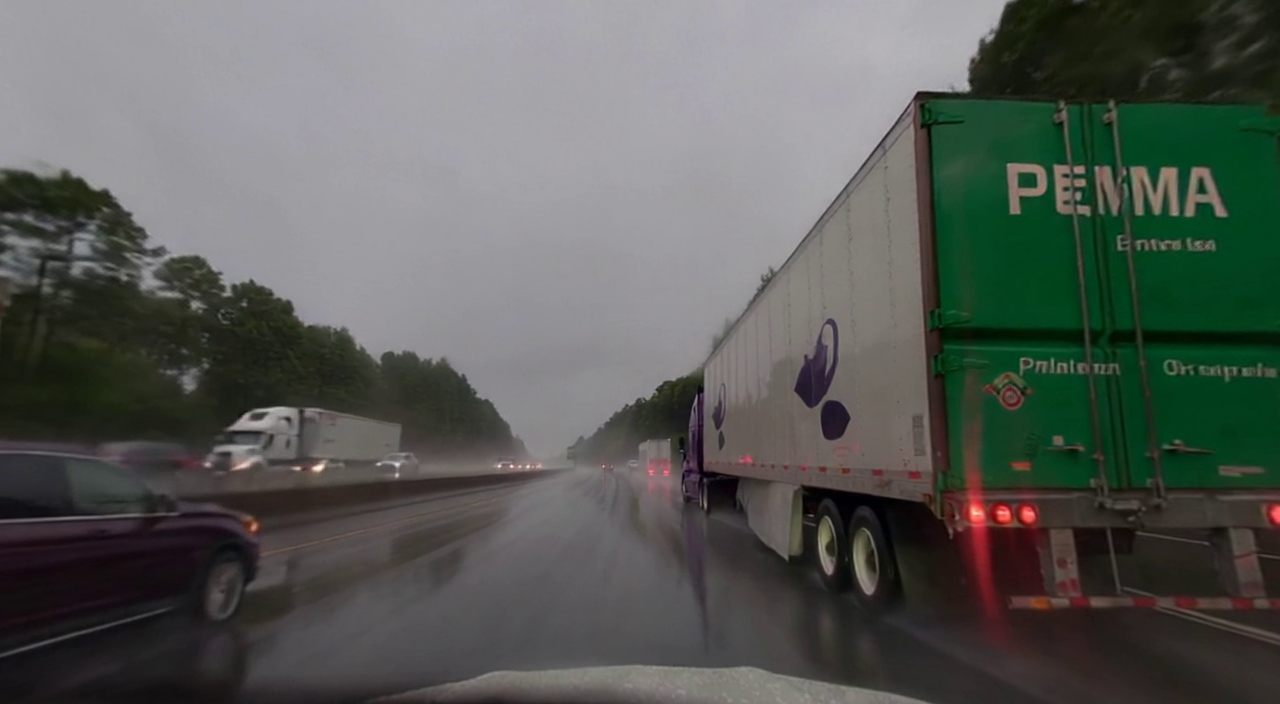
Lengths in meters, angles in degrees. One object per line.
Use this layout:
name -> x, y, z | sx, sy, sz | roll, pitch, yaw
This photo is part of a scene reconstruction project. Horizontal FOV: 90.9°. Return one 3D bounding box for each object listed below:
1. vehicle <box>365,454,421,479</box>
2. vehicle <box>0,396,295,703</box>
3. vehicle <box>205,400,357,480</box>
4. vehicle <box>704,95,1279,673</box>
vehicle -> -16.721, 7.804, 42.941 | 2.006, 1.509, 4.779 | 1, -10, -2
vehicle -> -3.967, 0.983, 2.854 | 2.010, 1.580, 4.949 | 1, -10, 0
vehicle -> -20.323, 5.341, 36.801 | 2.929, 3.960, 10.134 | 1, -10, -1
vehicle -> 3.423, 1.338, 11.300 | 2.856, 4.040, 14.009 | 1, -10, -1
